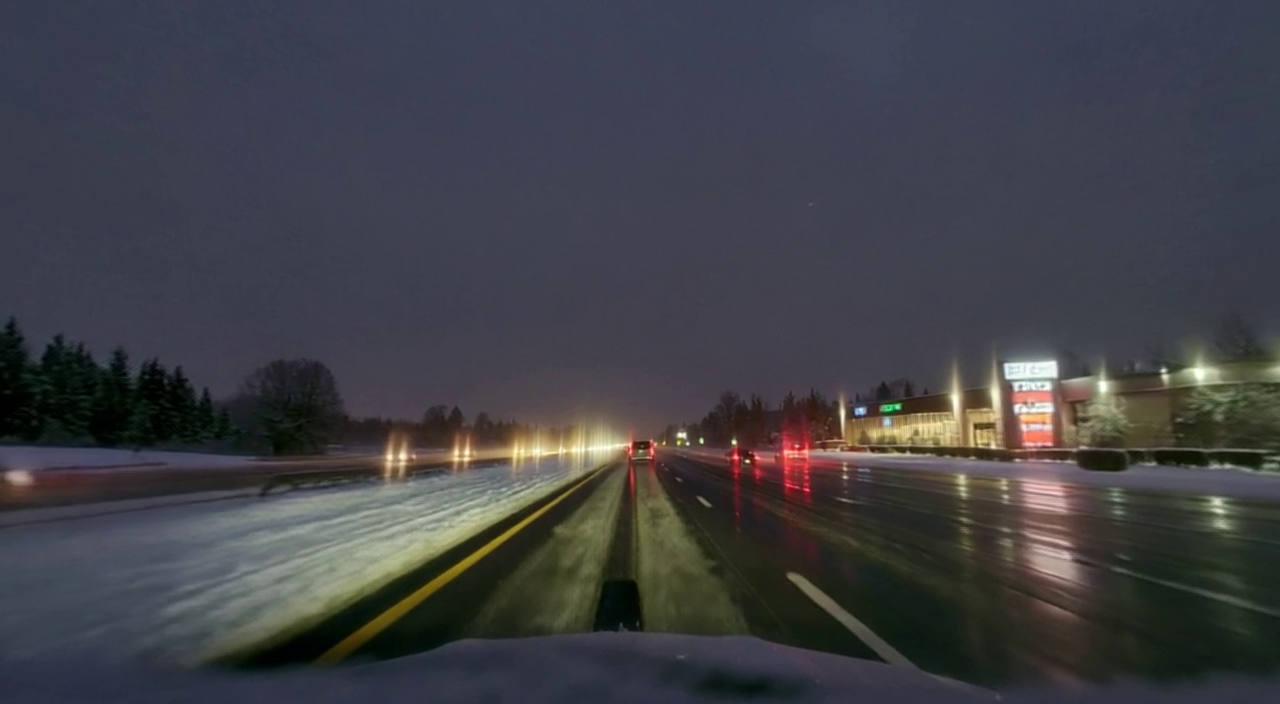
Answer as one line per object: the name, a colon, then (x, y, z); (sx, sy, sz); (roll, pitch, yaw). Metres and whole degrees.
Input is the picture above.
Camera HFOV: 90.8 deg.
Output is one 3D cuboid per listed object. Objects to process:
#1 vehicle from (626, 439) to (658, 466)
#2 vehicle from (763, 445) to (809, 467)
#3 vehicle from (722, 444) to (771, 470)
vehicle: (0.075, 7.122, 44.852); (2.154, 1.786, 5.045); (0, -8, -2)
vehicle: (10.102, 7.212, 44.036); (1.953, 1.473, 4.512); (0, -8, -2)
vehicle: (6.240, 6.199, 37.526); (1.976, 1.477, 4.448); (0, -8, -2)
